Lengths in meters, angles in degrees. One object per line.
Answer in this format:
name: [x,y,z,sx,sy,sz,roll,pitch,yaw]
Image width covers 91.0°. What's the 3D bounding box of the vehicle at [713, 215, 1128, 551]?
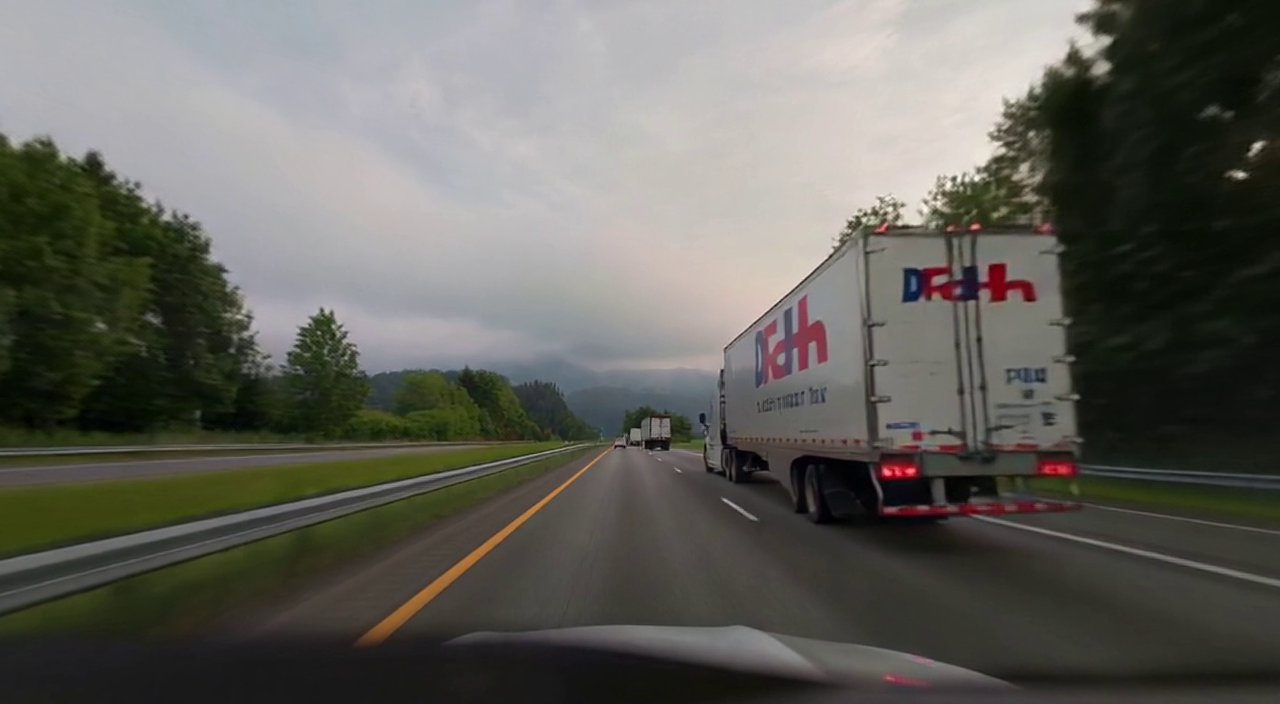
vehicle: [4.124,1.291,14.650,2.871,4.072,14.183,0,-8,-1]
